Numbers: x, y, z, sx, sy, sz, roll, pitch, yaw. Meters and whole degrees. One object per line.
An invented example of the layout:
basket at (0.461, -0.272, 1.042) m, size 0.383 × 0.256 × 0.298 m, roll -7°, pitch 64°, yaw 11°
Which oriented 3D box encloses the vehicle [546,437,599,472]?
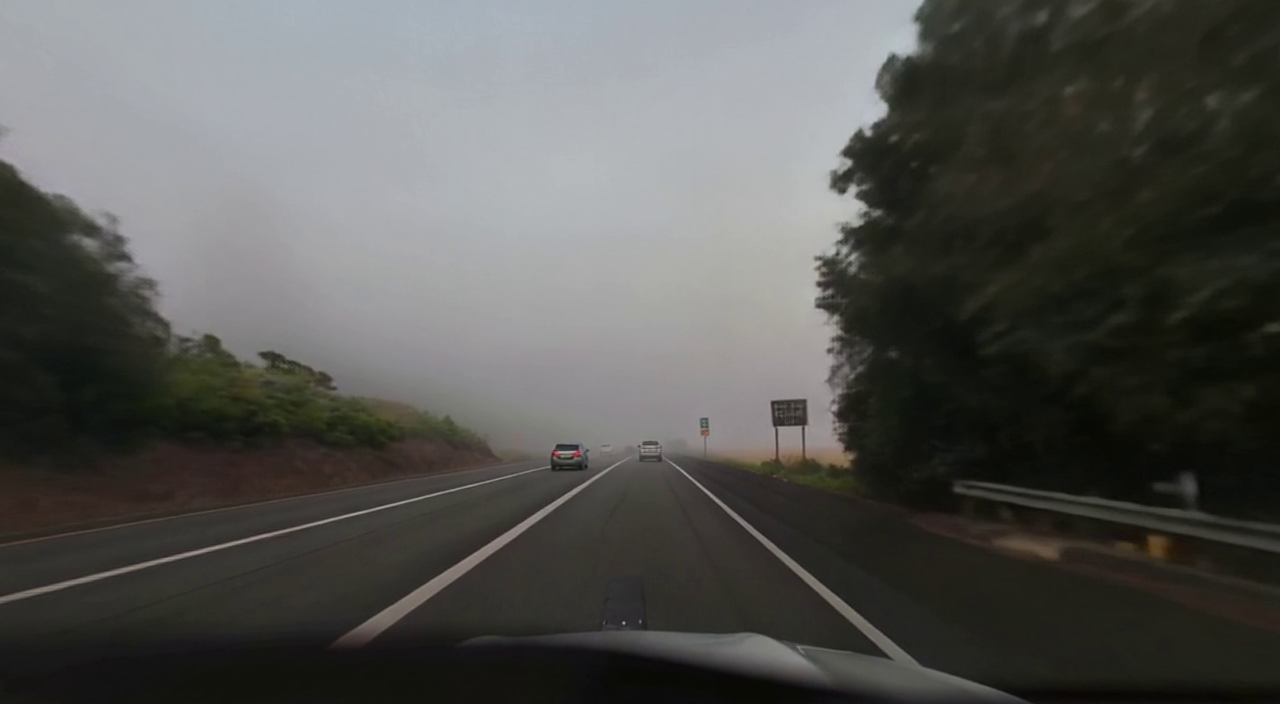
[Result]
vehicle at (-3.323, 5.168, 31.965) m, size 2.028 × 1.634 × 4.441 m, roll 0°, pitch -8°, yaw 2°

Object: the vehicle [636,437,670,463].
vehicle at (0.889, 6.849, 44.043) m, size 2.259 × 1.697 × 4.106 m, roll 0°, pitch -8°, yaw 1°
